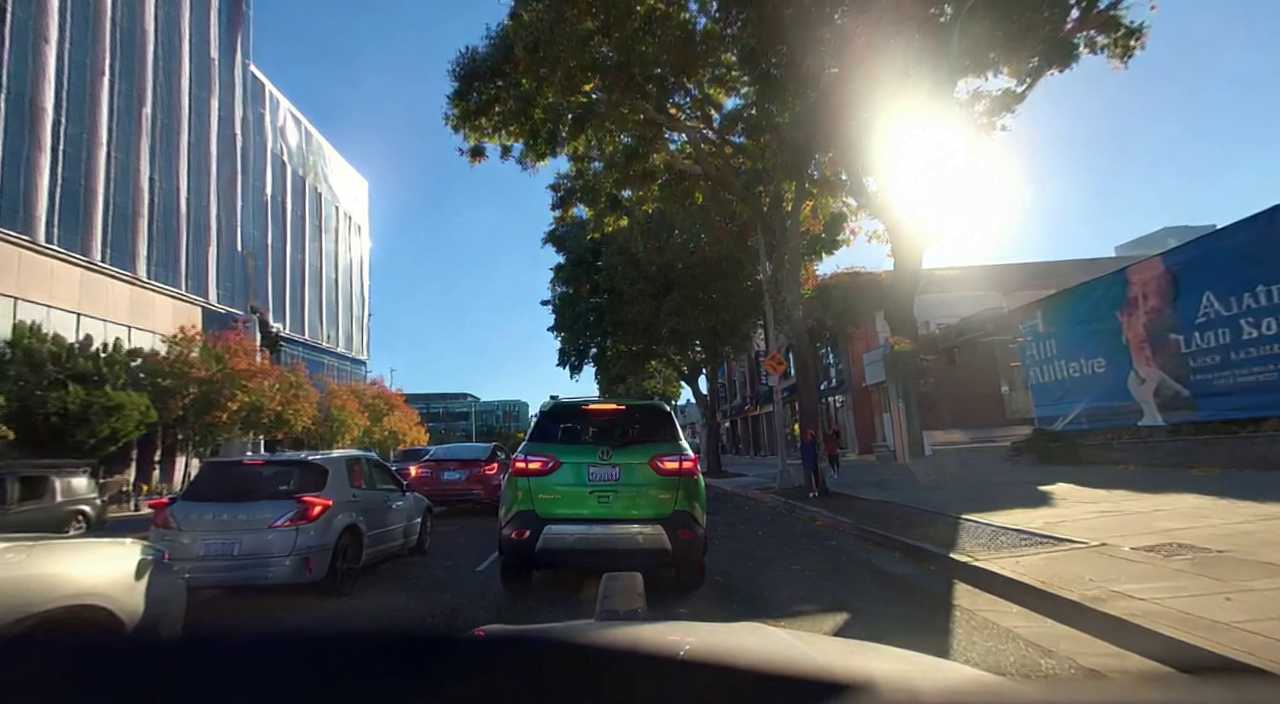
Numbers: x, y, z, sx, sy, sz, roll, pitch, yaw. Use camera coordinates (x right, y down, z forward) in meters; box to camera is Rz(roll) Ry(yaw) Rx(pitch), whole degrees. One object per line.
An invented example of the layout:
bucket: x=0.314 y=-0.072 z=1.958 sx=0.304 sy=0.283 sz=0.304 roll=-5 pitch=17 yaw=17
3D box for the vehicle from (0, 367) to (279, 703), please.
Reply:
vehicle: x=-3.189 y=0.810 z=1.623 sx=1.971 sy=1.658 sz=4.428 roll=0 pitch=-8 yaw=-1

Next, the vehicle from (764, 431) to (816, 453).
vehicle: x=10.299 y=6.191 z=43.197 sx=1.877 sy=1.416 sz=3.965 roll=-8 pitch=-12 yaw=38

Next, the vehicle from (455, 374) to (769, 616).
vehicle: x=-0.357 y=1.465 z=7.392 sx=2.531 sy=1.930 sz=4.382 roll=0 pitch=-8 yaw=-4
